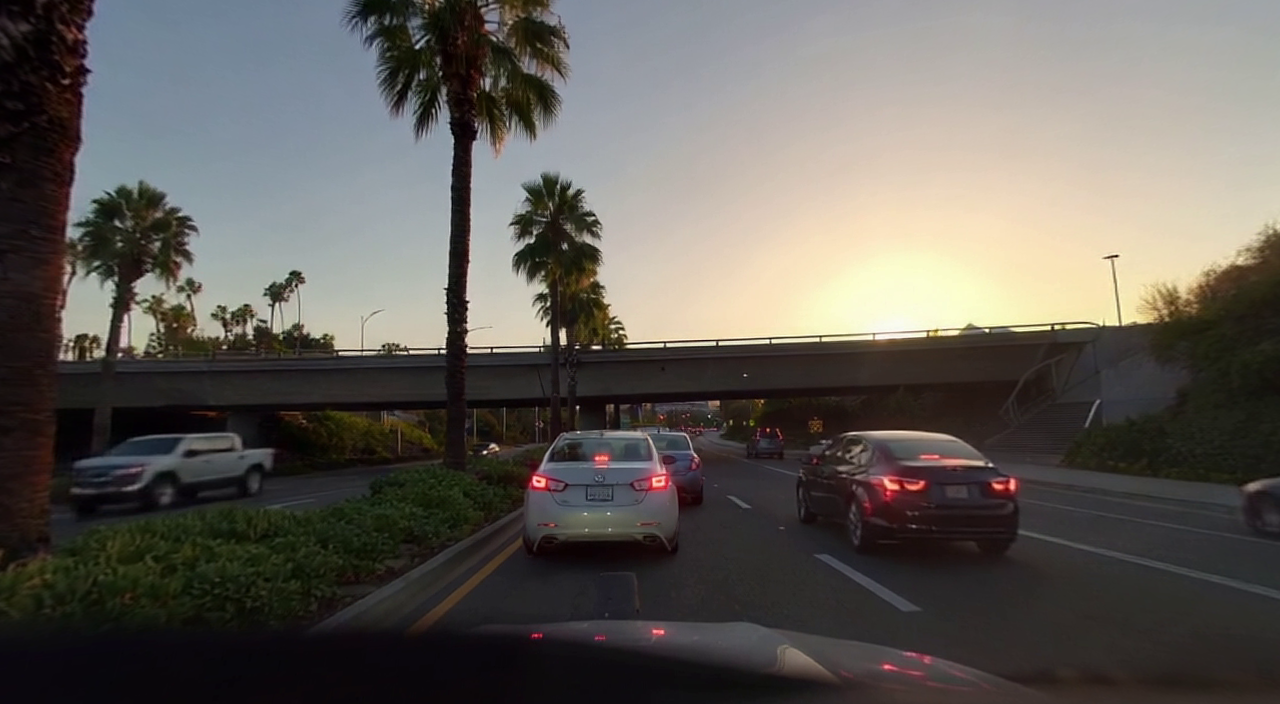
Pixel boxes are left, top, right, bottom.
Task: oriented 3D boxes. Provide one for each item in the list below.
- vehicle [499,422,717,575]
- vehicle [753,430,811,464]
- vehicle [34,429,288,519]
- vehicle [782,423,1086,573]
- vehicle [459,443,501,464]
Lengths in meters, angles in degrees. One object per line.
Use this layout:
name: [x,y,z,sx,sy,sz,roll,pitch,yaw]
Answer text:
vehicle: [-0.261,1.760,8.319,2.172,1.506,4.018,0,-9,2]
vehicle: [8.088,5.494,36.275,2.242,1.817,4.837,0,-9,0]
vehicle: [-12.582,3.219,17.250,2.386,1.943,5.700,-3,-9,2]
vehicle: [3.562,1.858,8.907,2.034,1.517,4.840,0,-9,1]
vehicle: [-12.302,7.808,48.529,1.933,1.486,4.449,0,-8,1]
